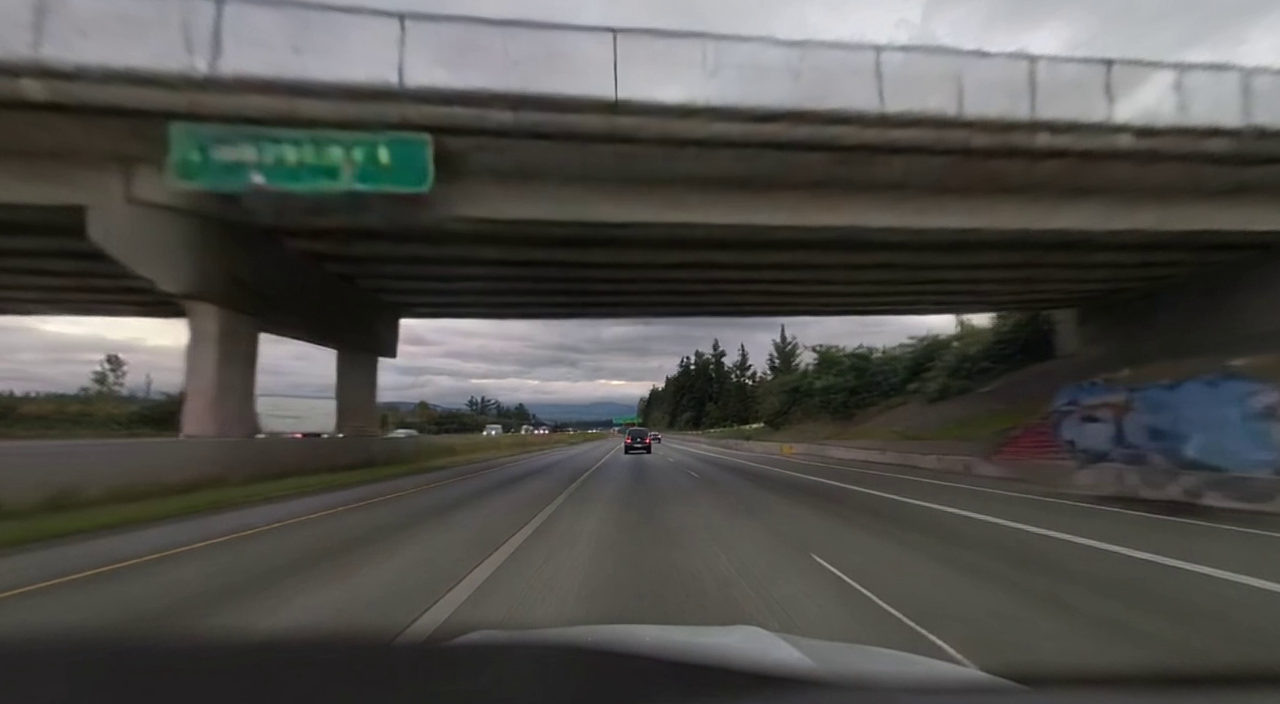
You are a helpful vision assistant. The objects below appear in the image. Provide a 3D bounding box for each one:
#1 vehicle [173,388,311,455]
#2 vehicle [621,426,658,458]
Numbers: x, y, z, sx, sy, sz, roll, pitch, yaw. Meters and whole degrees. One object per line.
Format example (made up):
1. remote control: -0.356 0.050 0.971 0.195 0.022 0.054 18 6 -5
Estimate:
1. vehicle: -26.812 4.899 43.323 2.969 4.034 10.102 0 -8 -1
2. vehicle: -0.089 5.768 40.590 2.277 1.913 4.510 0 -8 -1
